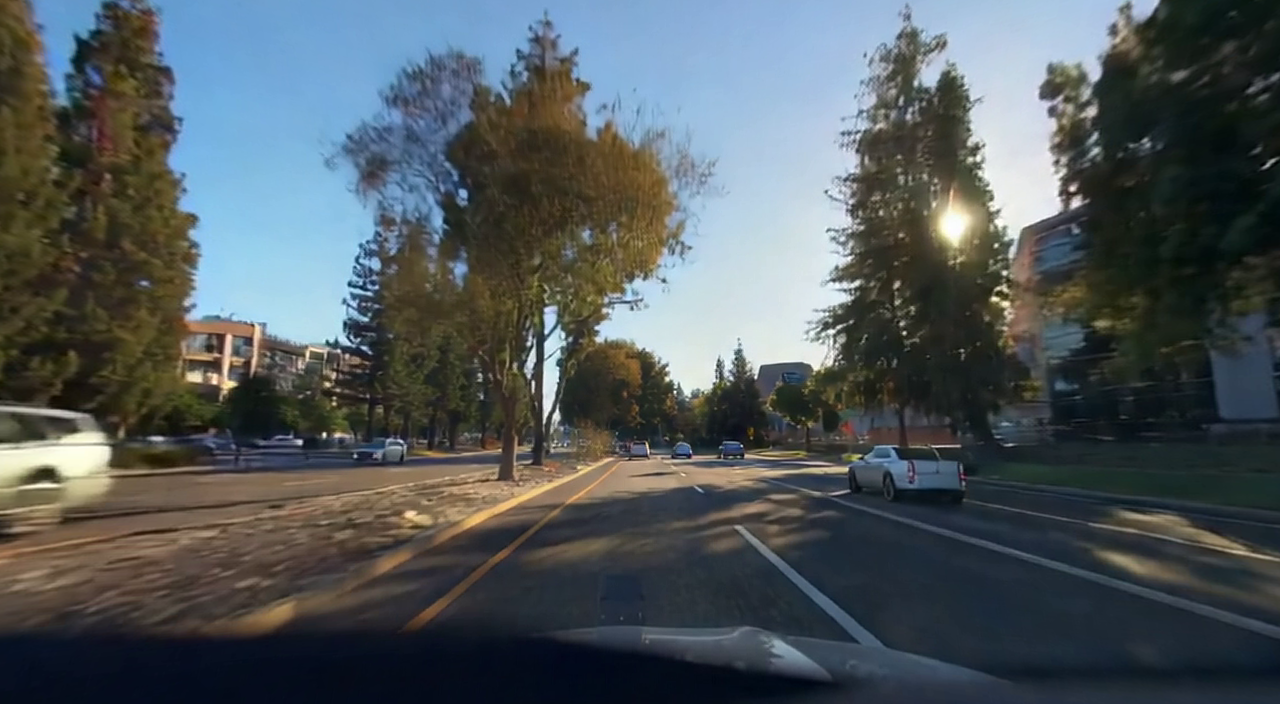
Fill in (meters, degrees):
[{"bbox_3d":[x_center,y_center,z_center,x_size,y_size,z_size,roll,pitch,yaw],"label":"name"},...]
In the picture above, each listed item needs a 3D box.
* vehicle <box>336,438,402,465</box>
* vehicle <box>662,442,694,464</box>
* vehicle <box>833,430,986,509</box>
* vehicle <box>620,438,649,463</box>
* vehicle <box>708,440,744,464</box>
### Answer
[{"bbox_3d":[-17.676,6.507,41.477,2.005,1.628,4.940,0,-8,1],"label":"vehicle"},{"bbox_3d":[2.811,7.496,47.138,1.930,1.483,4.471,1,-8,-2],"label":"vehicle"},{"bbox_3d":[6.749,2.969,16.459,1.987,1.730,4.373,1,-8,-1],"label":"vehicle"},{"bbox_3d":[-0.433,7.500,48.350,2.146,1.800,4.042,1,-8,-1],"label":"vehicle"},{"bbox_3d":[6.186,7.243,45.957,1.931,1.685,4.054,1,-8,-2],"label":"vehicle"}]
